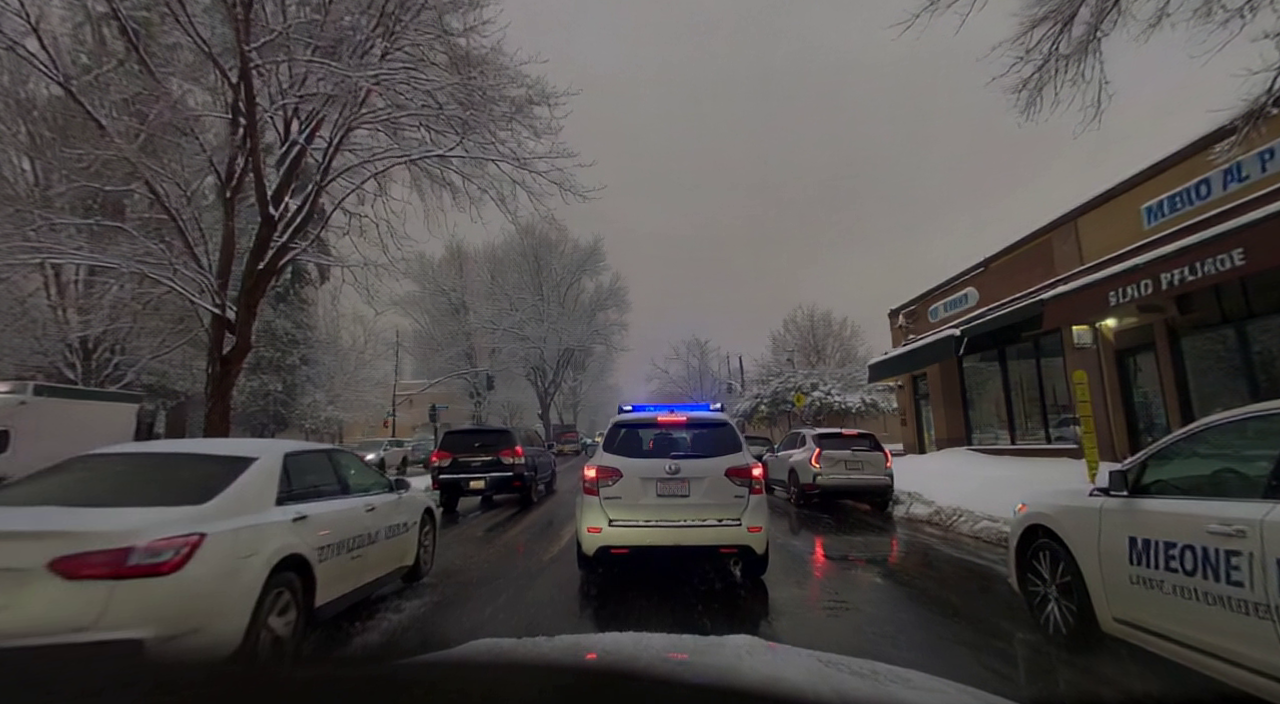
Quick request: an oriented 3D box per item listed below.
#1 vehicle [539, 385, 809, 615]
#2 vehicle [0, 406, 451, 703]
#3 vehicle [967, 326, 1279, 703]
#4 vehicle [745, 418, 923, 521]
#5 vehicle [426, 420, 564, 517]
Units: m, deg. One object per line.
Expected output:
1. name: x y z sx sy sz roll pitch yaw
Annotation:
1. vehicle: 0.248 1.443 6.966 2.075 1.770 4.018 0 -8 0
2. vehicle: -2.967 1.261 4.558 1.908 1.474 4.257 0 -8 -1
3. vehicle: 4.034 0.890 3.233 1.987 1.877 5.330 2 -8 2
4. vehicle: 4.058 2.577 14.495 2.038 1.865 5.786 0 -8 -2
5. vehicle: -3.057 2.574 14.418 2.135 1.806 4.514 -1 -8 -1
